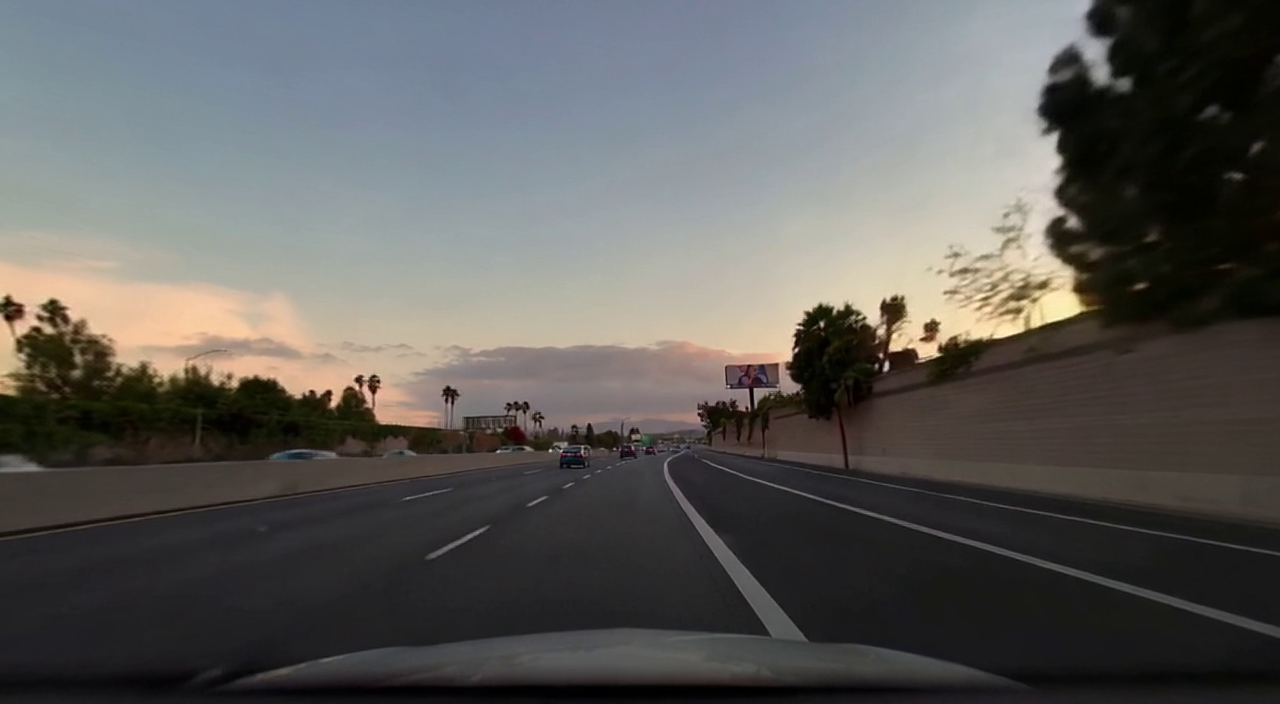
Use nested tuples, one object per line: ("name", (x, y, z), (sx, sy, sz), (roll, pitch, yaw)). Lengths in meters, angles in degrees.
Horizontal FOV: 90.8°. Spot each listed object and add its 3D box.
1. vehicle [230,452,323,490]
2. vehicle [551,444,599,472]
("vehicle", (-14.699, 4.814, 25.770), (1.603, 1.379, 3.469), (0, -9, 2))
("vehicle", (-3.694, 6.094, 36.568), (2.078, 1.457, 4.648), (-1, -8, 3))
